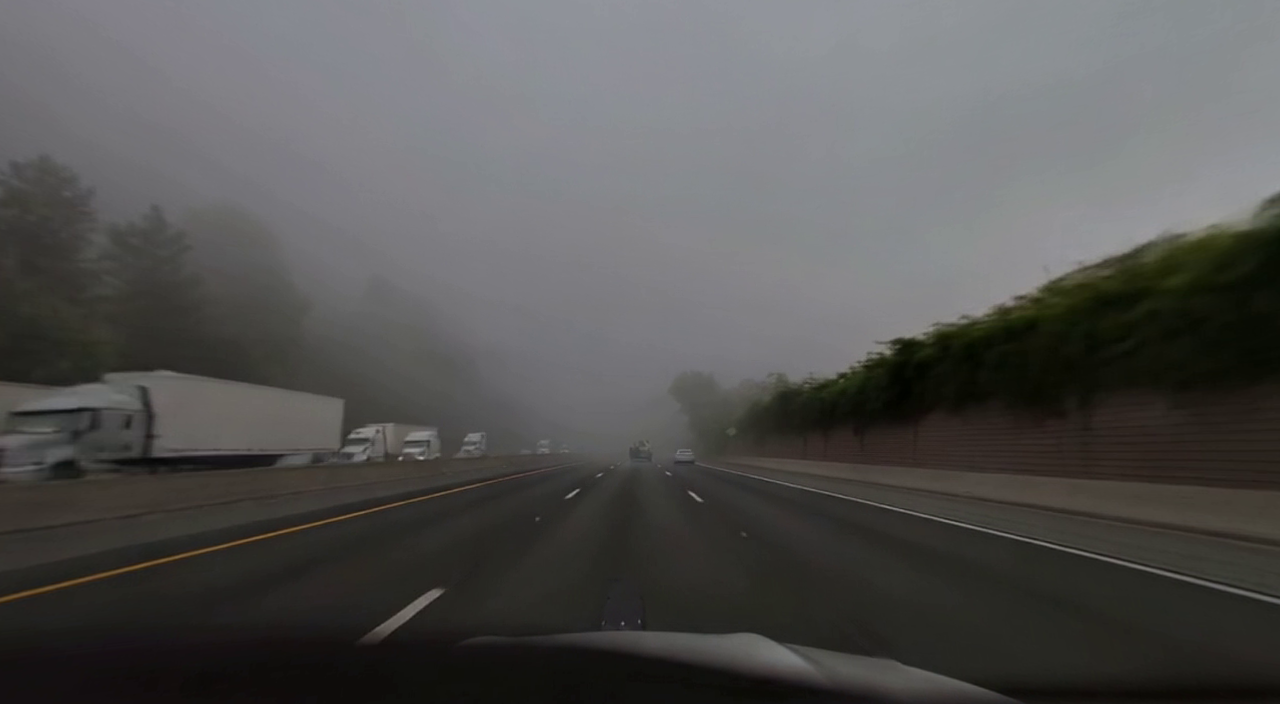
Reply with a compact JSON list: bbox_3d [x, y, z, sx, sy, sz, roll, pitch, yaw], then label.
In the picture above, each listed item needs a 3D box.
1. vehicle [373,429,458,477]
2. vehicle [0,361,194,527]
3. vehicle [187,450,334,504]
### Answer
[{"bbox_3d":[-11.570,5.293,33.057,2.282,2.273,5.443,0,-9,2],"label":"vehicle"},{"bbox_3d":[-16.320,2.592,17.788,2.963,3.892,5.814,0,-9,0],"label":"vehicle"},{"bbox_3d":[-11.711,3.850,19.870,1.955,1.460,4.296,0,-9,0],"label":"vehicle"}]
